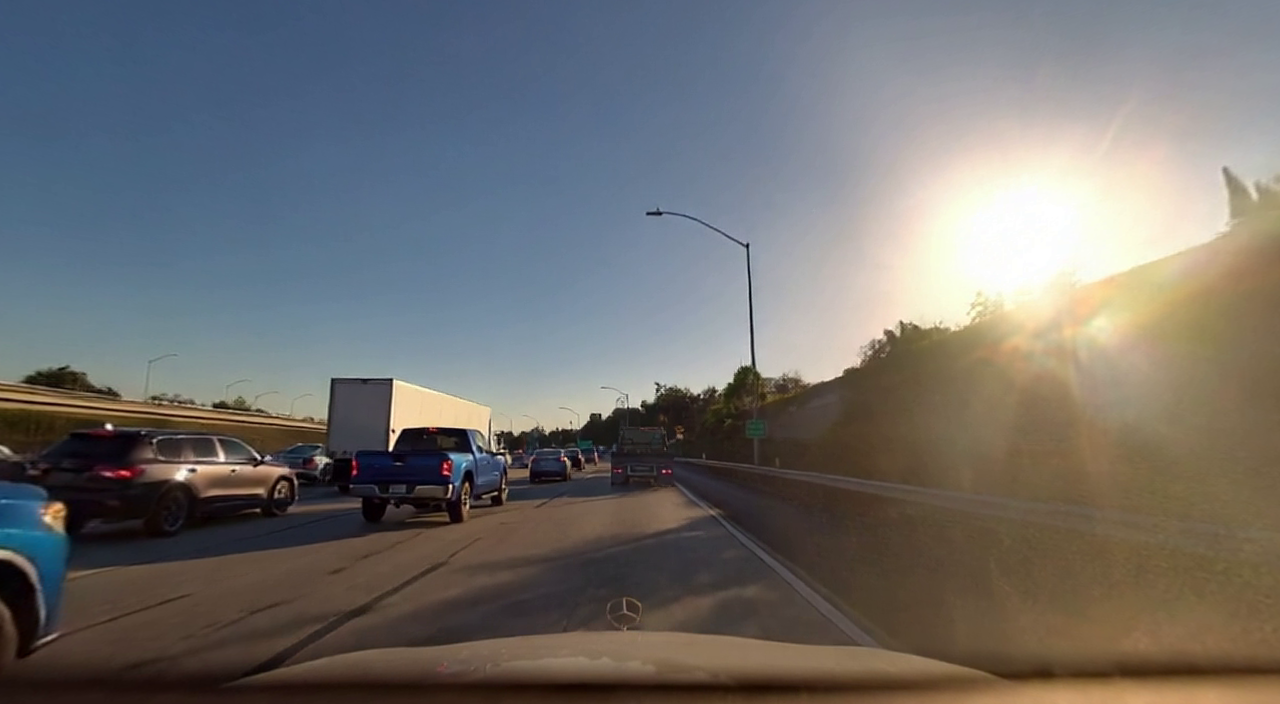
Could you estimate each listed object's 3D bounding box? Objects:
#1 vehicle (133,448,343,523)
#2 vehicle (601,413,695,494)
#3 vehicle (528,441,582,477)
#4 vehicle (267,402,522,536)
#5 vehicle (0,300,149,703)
[{"bbox_3d":[-8.683,2.881,14.209,1.893,1.409,4.154,-1,-9,2],"label":"vehicle"},{"bbox_3d":[0.121,3.702,23.367,2.886,2.471,7.692,0,-9,-2],"label":"vehicle"},{"bbox_3d":[-4.618,5.903,35.118,2.329,1.859,4.823,0,-9,1],"label":"vehicle"},{"bbox_3d":[-4.167,2.168,12.278,2.575,1.958,5.730,0,-9,1],"label":"vehicle"},{"bbox_3d":[-3.553,0.452,0.439,2.303,1.835,5.044,0,-9,1],"label":"vehicle"}]
